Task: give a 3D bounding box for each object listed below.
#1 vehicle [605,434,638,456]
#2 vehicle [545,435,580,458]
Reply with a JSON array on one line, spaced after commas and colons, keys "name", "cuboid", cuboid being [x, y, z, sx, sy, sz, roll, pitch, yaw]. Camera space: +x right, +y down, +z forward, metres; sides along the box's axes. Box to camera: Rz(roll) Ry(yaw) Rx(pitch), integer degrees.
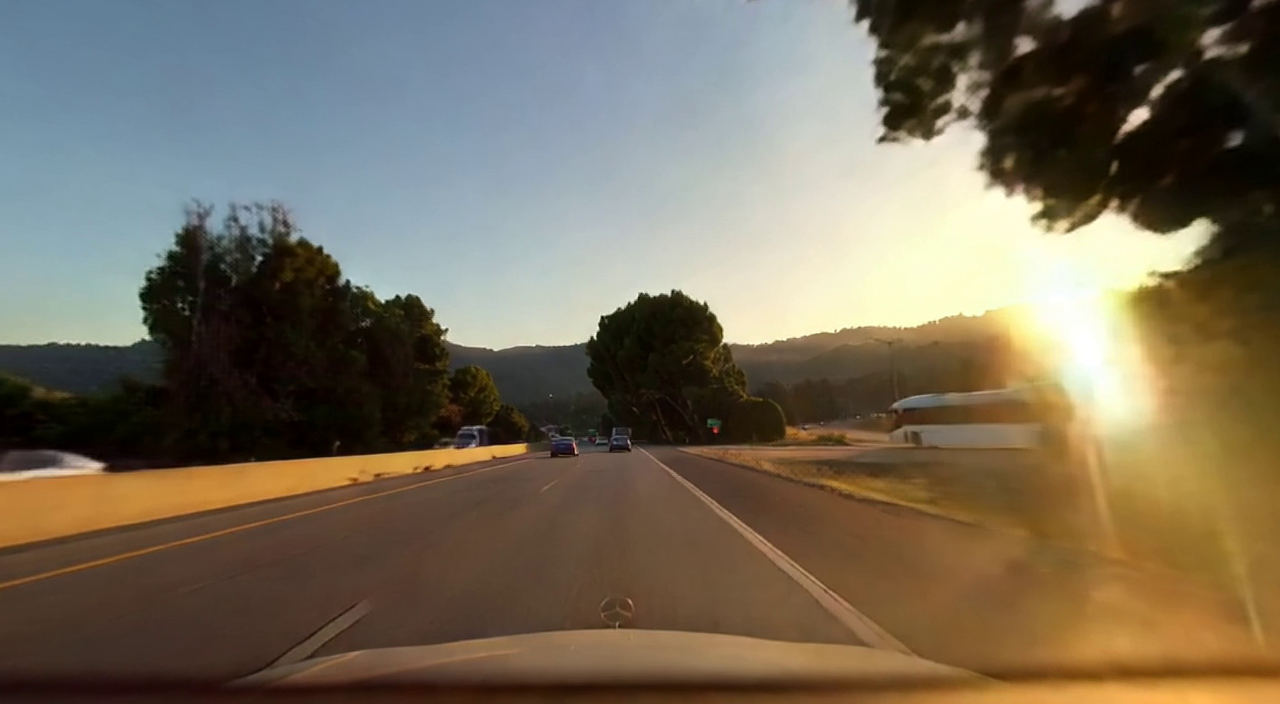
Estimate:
[{"name": "vehicle", "cuboid": [-1.242, 6.461, 43.849, 2.162, 1.460, 4.242, 0, -8, -1]}, {"name": "vehicle", "cuboid": [-5.065, 6.208, 41.668, 1.907, 1.445, 4.049, 0, -8, -2]}]
